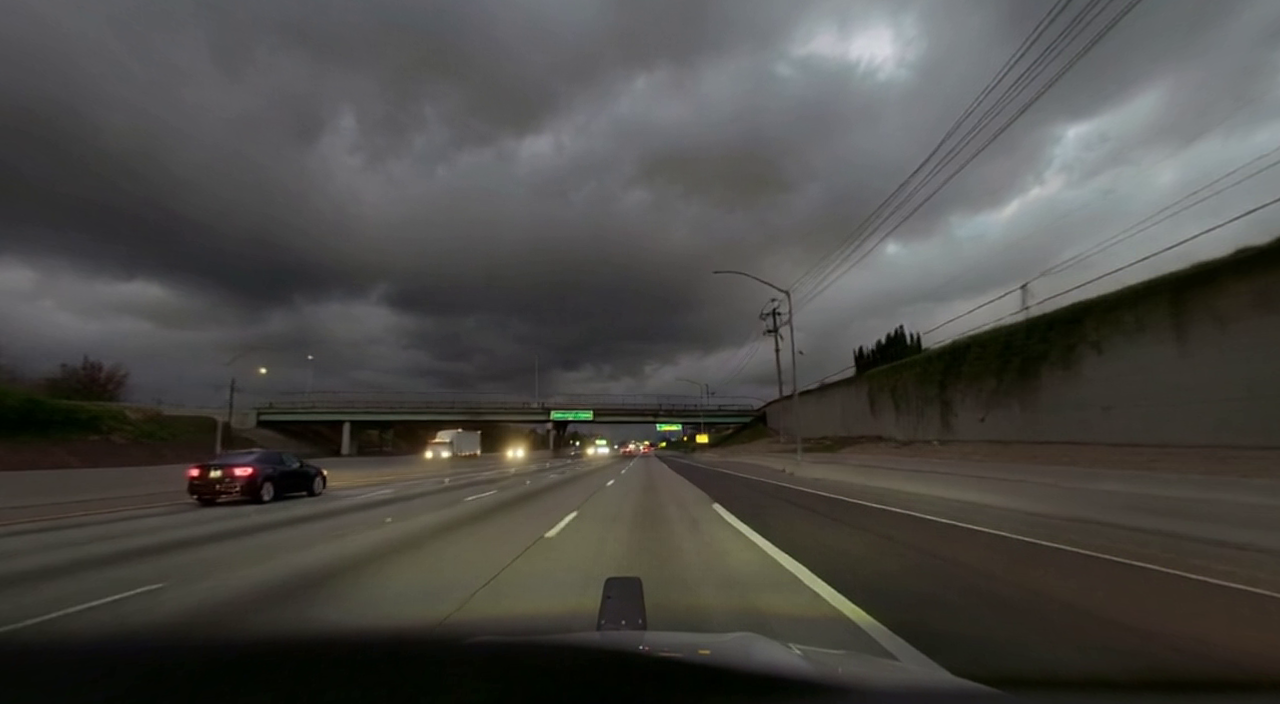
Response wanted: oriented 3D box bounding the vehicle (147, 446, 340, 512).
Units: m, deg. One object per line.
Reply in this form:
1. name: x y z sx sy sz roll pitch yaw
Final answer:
1. vehicle: -10.102 3.221 16.623 2.056 1.476 4.562 0 -8 1
